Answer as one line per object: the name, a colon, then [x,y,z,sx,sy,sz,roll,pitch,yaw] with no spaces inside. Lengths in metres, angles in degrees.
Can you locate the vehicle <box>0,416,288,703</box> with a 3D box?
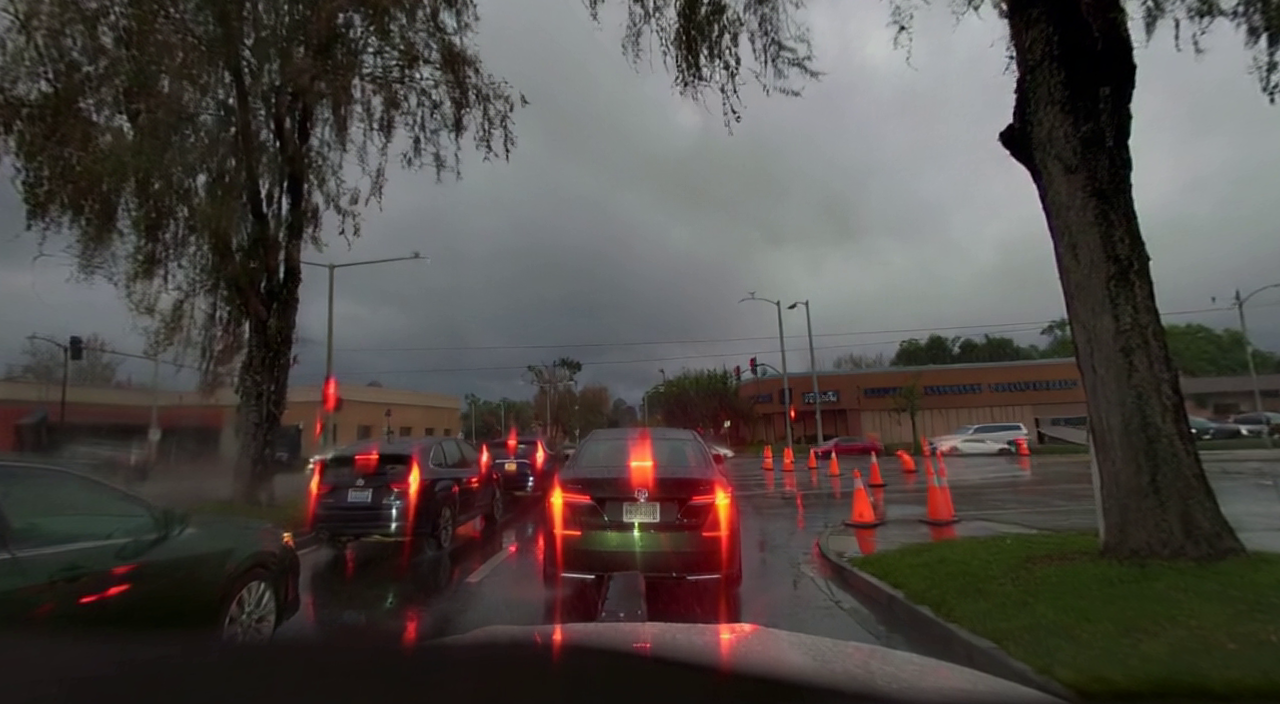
vehicle: [-3.593,0.946,2.144,1.964,1.497,4.722,0,-9,1]

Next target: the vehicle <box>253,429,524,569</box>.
vehicle: [-3.272,2.004,9.447,1.989,1.541,4.626,0,-9,2]

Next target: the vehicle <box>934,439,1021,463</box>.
vehicle: [21.890,6.437,40.944,4.579,1.480,1.819,0,-9,3]

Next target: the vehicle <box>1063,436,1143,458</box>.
vehicle: [36.676,7.551,49.983,4.791,1.635,1.857,0,-9,1]

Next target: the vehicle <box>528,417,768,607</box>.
vehicle: [0.115,1.627,7.216,2.021,1.560,3.676,0,-9,1]
